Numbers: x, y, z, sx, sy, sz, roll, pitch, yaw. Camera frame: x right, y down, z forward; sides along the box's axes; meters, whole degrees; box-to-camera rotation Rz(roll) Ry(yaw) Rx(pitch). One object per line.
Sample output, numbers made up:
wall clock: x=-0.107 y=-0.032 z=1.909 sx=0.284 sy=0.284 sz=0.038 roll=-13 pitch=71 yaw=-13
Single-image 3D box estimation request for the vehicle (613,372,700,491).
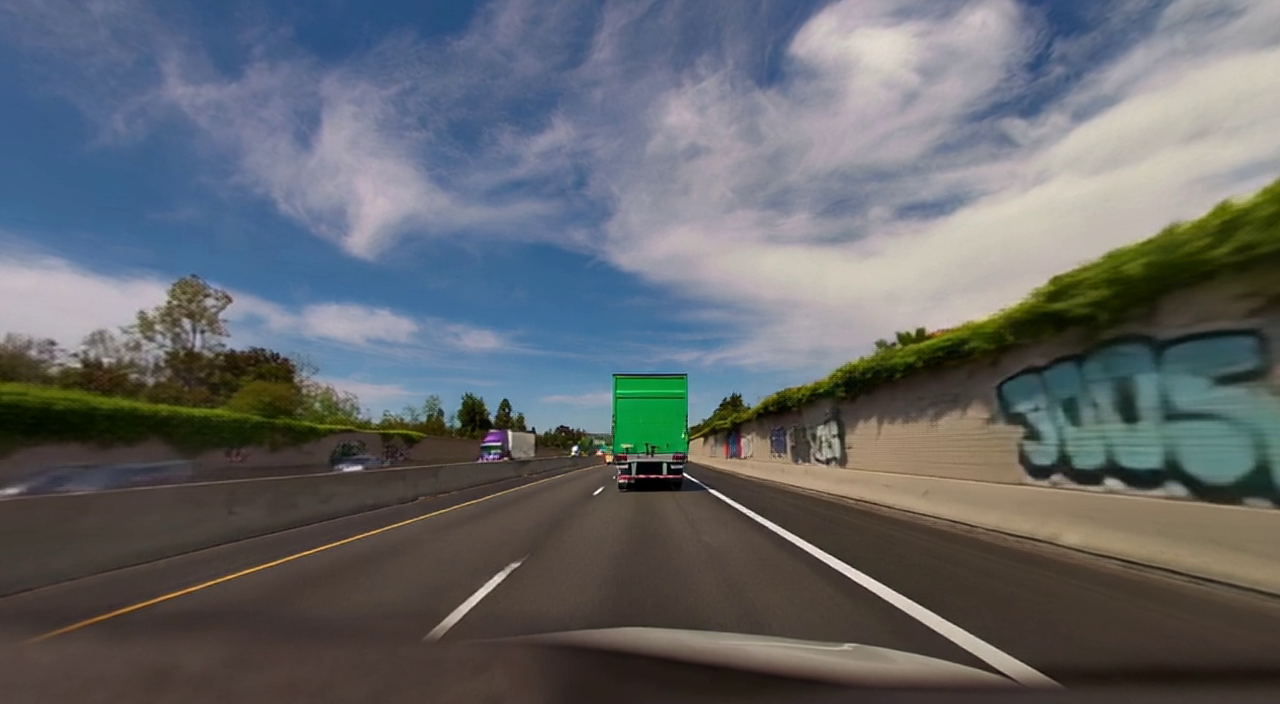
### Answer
vehicle: x=0.435 y=3.439 z=26.236 sx=2.900 sy=3.955 sz=10.151 roll=0 pitch=-9 yaw=-1
